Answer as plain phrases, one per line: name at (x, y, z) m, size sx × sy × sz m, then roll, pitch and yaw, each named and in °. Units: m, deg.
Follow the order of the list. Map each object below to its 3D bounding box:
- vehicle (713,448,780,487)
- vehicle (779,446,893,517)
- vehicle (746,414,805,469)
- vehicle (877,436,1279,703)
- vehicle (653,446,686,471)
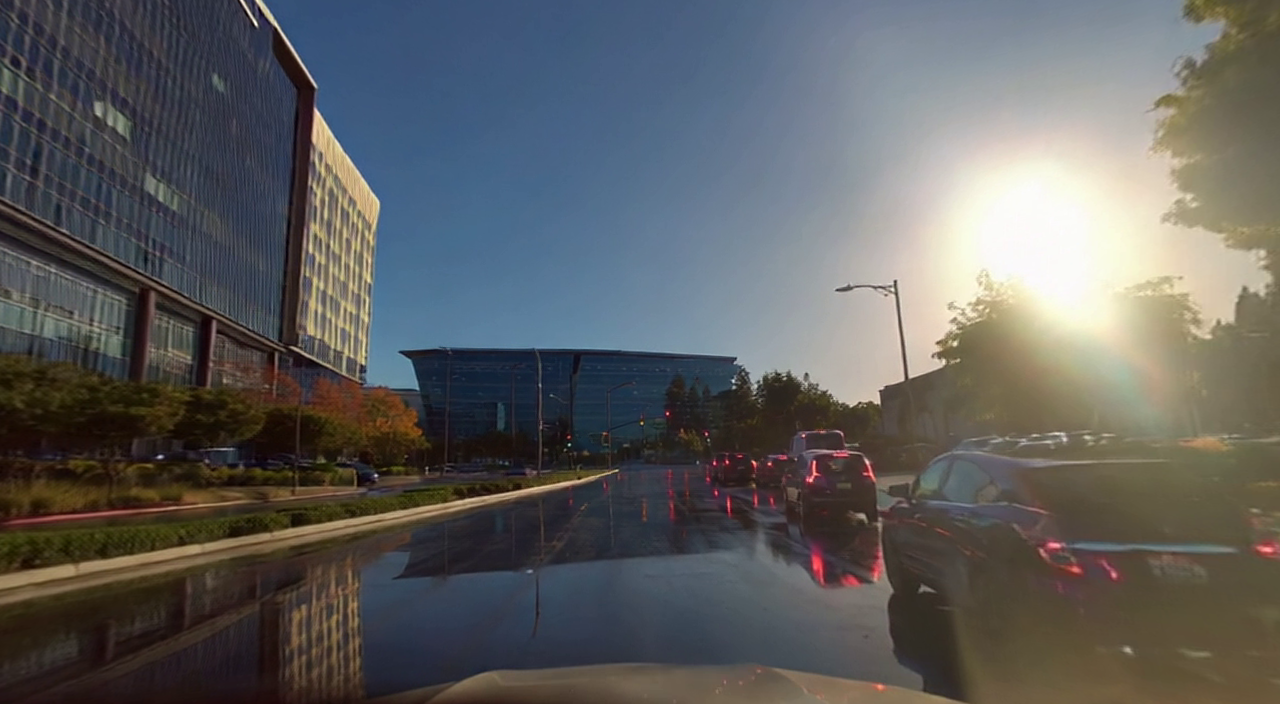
vehicle at (4.649, 5.088, 28.075) m, size 2.183 × 1.553 × 3.923 m, roll 0°, pitch -9°, yaw -1°
vehicle at (5.072, 3.352, 17.038) m, size 2.089 × 1.609 × 4.922 m, roll -1°, pitch -9°, yaw 7°
vehicle at (9.971, 6.865, 48.009) m, size 3.128 × 3.616 × 13.736 m, roll -1°, pitch -9°, yaw 7°
vehicle at (3.342, 1.427, 4.810) m, size 2.032 × 1.490 × 3.871 m, roll -1°, pitch -9°, yaw 8°
vehicle at (2.200, 7.650, 45.453) m, size 2.121 × 1.728 × 4.161 m, roll -1°, pitch -9°, yaw 6°
